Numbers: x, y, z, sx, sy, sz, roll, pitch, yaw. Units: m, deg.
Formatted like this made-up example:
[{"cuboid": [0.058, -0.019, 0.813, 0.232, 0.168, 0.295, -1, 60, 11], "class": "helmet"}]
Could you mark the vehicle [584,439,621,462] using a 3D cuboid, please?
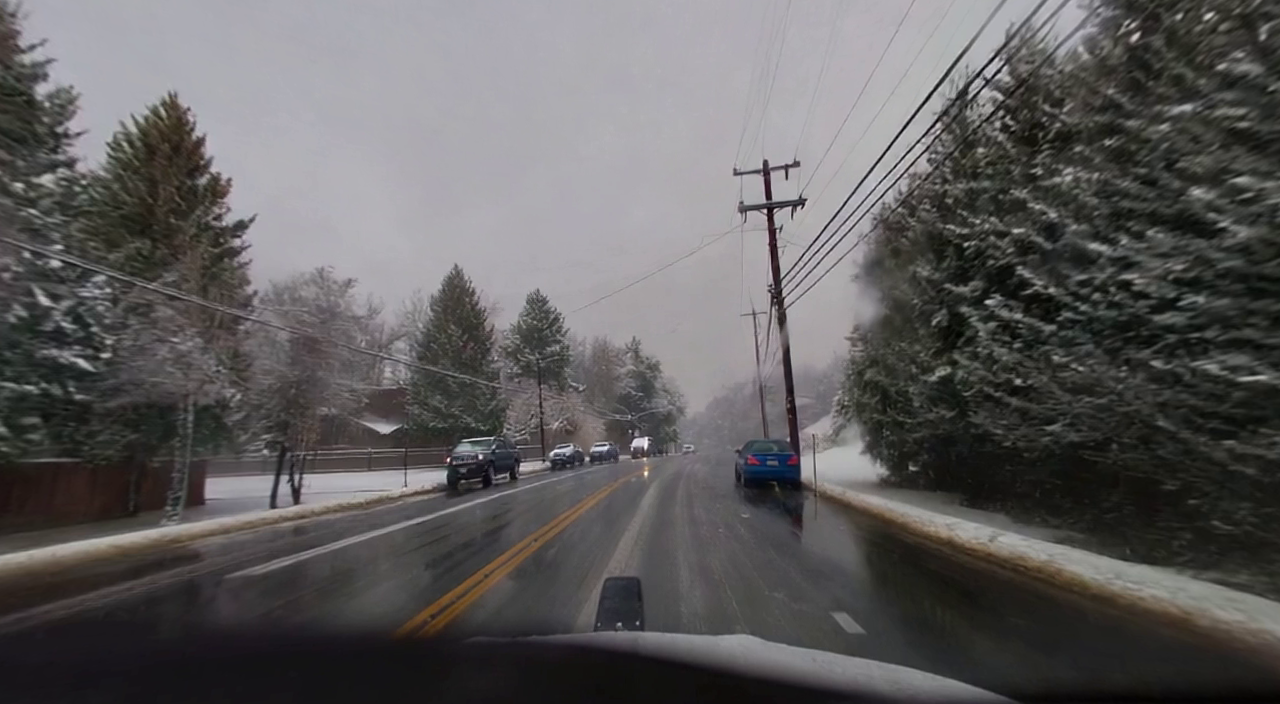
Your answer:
[{"cuboid": [-2.862, 7.618, 48.599, 1.927, 1.542, 3.886, -4, -12, 10], "class": "vehicle"}]

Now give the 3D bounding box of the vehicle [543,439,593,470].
[{"cuboid": [-4.421, 6.412, 39.356, 1.840, 1.523, 4.333, 4, -11, 10], "class": "vehicle"}]

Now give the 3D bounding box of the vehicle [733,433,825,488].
[{"cuboid": [4.065, 3.261, 19.274, 2.054, 1.470, 4.504, -1, -9, 3], "class": "vehicle"}]

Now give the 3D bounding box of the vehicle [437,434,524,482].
[{"cuboid": [-6.243, 4.310, 25.371, 2.025, 1.715, 4.363, -1, -11, 5], "class": "vehicle"}]
